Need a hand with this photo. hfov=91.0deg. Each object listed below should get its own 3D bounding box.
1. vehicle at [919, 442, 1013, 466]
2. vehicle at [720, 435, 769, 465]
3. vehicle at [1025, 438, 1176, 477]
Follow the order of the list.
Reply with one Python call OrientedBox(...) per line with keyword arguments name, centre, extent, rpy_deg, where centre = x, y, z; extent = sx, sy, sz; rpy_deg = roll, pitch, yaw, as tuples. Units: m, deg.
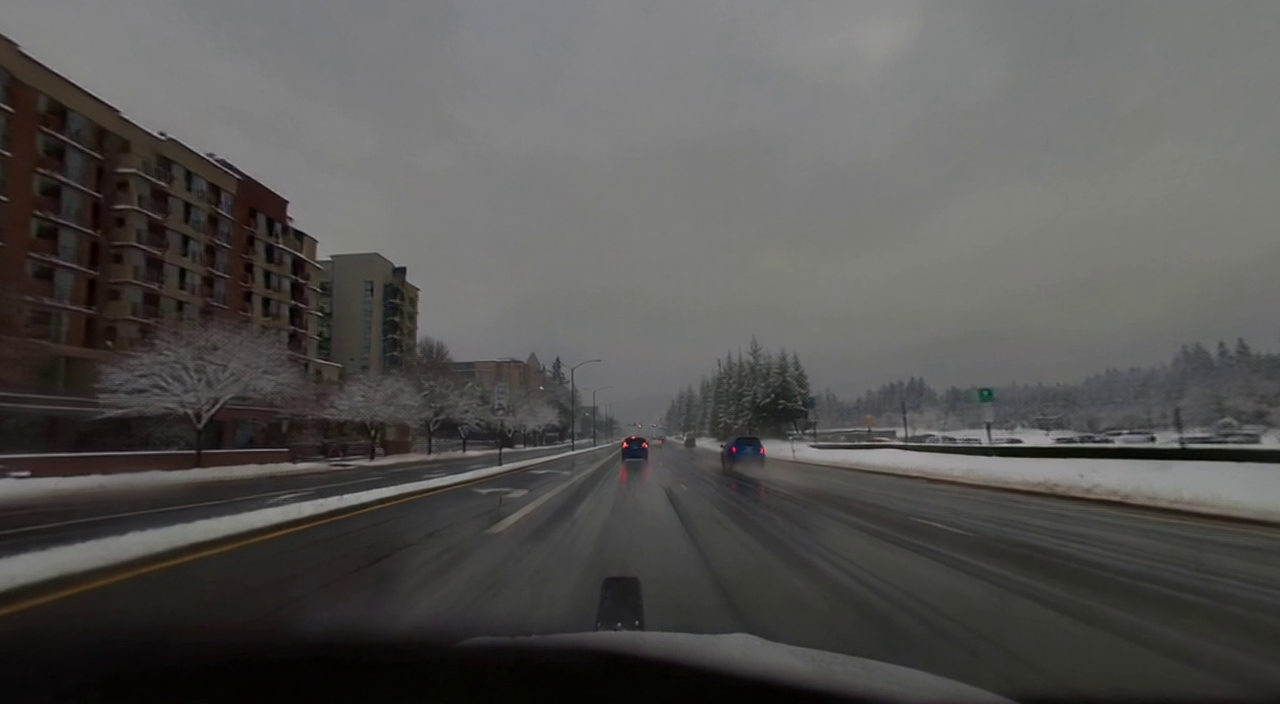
OrientedBox(name="vehicle", centre=(19.813, 6.202, 38.340), extent=(4.653, 1.438, 1.939), rpy_deg=(0, -9, -2))
OrientedBox(name="vehicle", centre=(6.606, 6.249, 40.306), extent=(2.136, 1.799, 4.796), rpy_deg=(0, -9, -2))
OrientedBox(name="vehicle", centre=(19.130, 4.389, 26.340), extent=(4.644, 1.552, 1.980), rpy_deg=(-1, -9, 4))
